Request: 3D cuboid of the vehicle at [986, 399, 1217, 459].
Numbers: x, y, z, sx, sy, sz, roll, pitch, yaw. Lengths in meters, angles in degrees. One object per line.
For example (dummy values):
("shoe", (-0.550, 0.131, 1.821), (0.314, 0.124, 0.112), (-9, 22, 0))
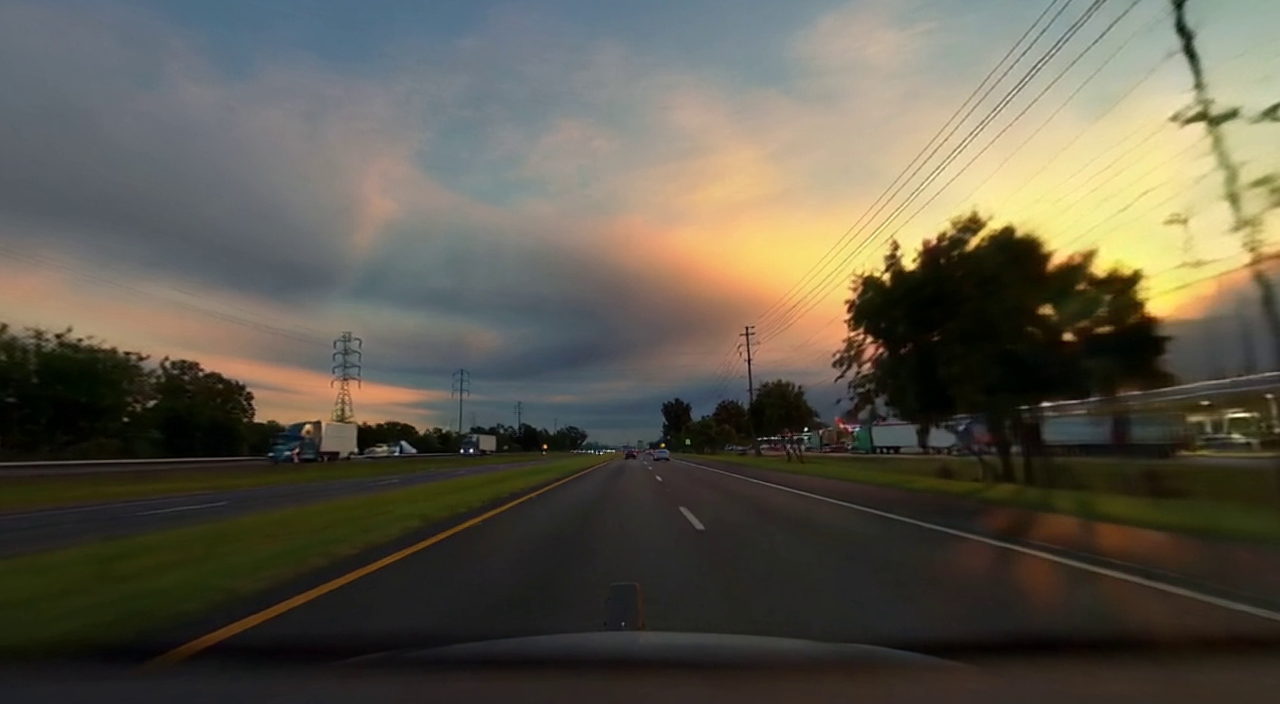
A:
("vehicle", (35.802, 6.266, 49.843), (3.224, 4.043, 14.034), (6, -11, -45))
